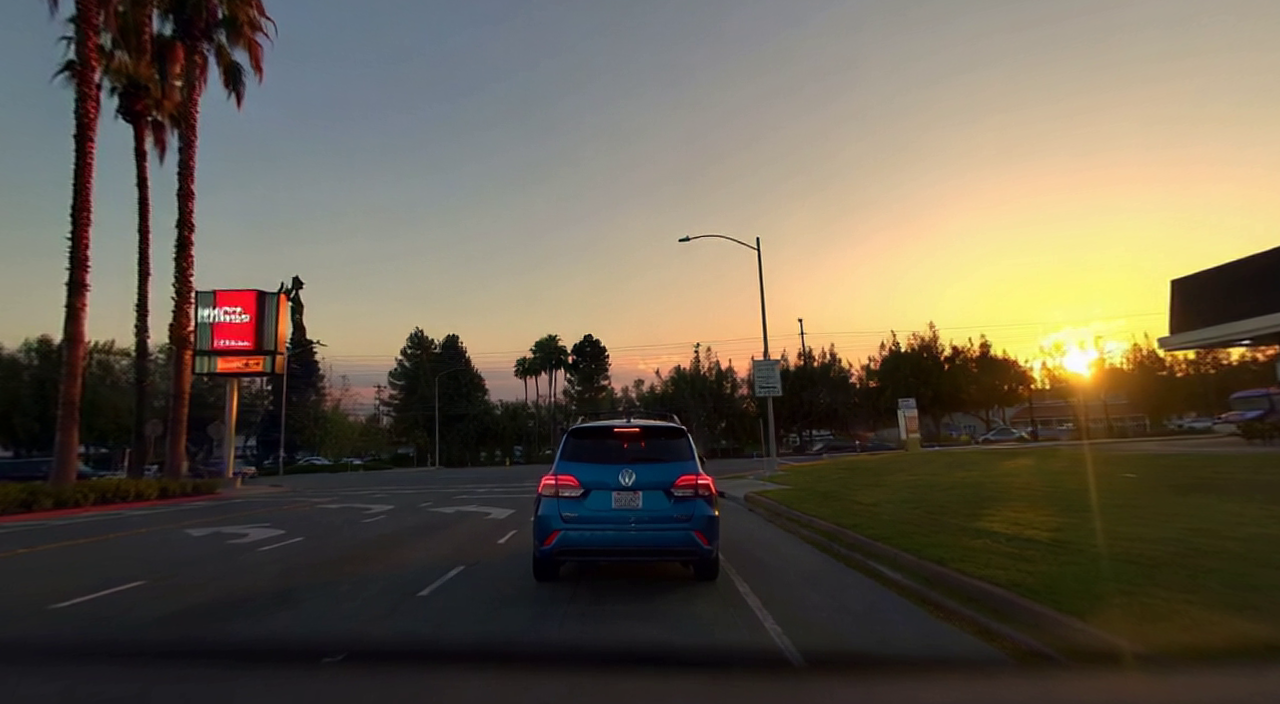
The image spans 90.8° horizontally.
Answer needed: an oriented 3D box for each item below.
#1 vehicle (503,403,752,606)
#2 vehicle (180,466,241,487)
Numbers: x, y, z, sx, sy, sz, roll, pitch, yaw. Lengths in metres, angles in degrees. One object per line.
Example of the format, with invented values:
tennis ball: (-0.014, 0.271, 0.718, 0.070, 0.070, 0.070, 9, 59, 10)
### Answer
vehicle: (-0.149, 1.610, 7.484, 2.137, 1.728, 3.926, 0, -9, -1)
vehicle: (-33.267, 9.655, 49.023, 1.792, 1.439, 3.952, -1, -9, 3)
